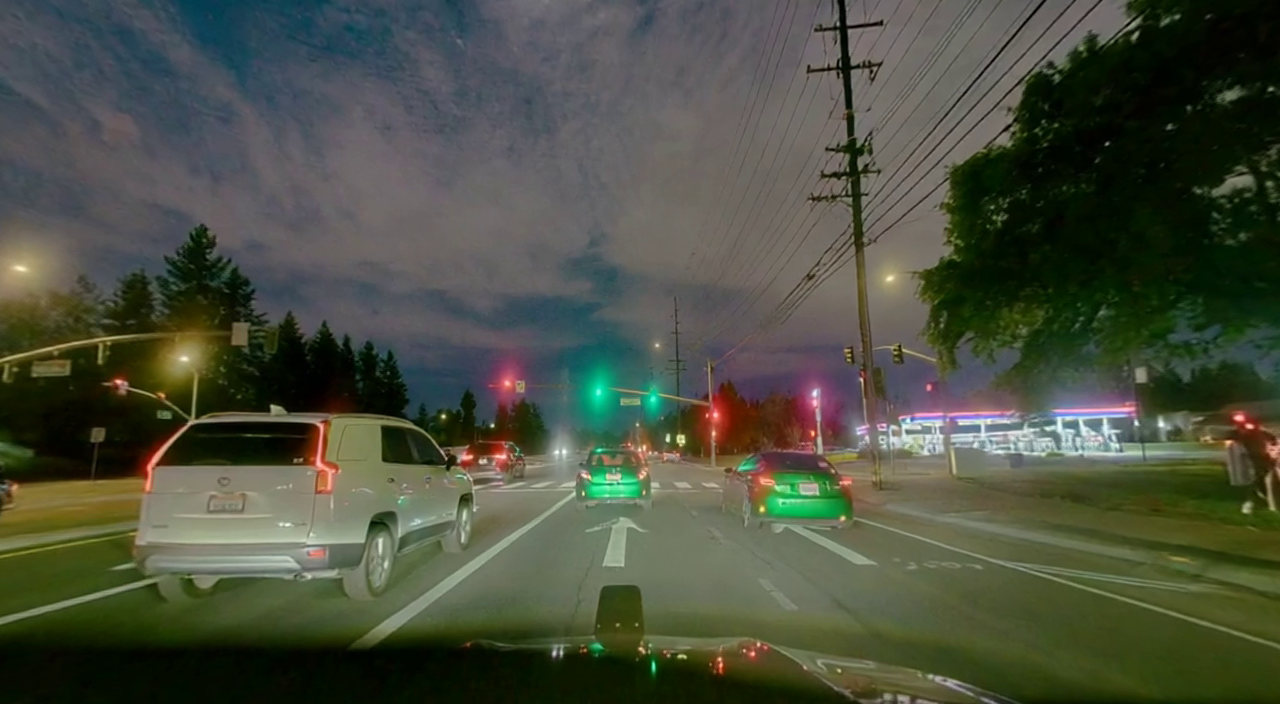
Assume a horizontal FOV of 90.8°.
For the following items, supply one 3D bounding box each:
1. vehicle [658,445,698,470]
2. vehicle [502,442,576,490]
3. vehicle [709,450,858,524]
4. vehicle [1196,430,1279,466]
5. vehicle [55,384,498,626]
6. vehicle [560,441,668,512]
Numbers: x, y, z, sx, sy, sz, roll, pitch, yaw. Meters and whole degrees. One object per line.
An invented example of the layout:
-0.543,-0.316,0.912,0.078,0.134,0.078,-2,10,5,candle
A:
2.319,6.646,40.157,2.069,1.464,4.599,0,-8,-3,vehicle
-3.485,4.007,22.593,1.953,1.530,4.335,0,-8,0,vehicle
2.846,2.784,13.677,2.065,1.302,4.416,0,-8,-2,vehicle
23.883,3.617,23.844,1.787,1.301,4.365,0,-8,-1,vehicle
-2.997,1.381,6.651,1.922,1.642,4.547,0,-8,0,vehicle
-0.593,2.852,15.028,2.189,1.437,4.135,0,-8,-2,vehicle
